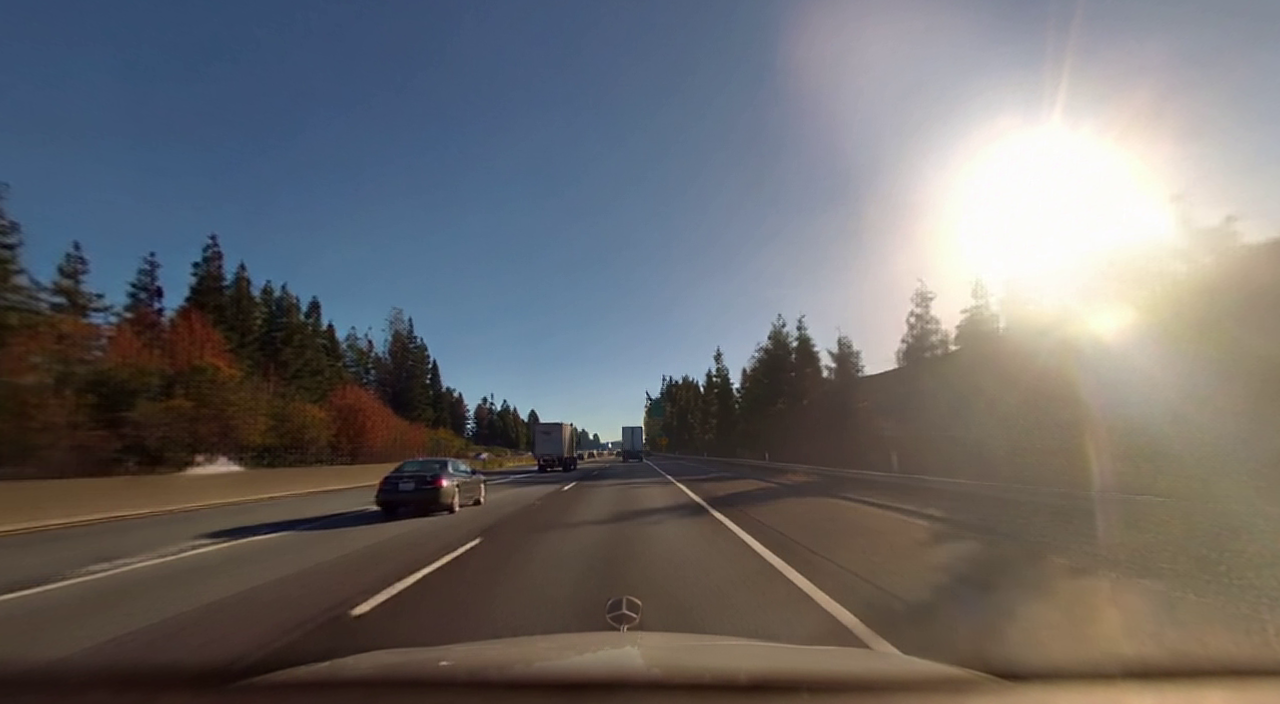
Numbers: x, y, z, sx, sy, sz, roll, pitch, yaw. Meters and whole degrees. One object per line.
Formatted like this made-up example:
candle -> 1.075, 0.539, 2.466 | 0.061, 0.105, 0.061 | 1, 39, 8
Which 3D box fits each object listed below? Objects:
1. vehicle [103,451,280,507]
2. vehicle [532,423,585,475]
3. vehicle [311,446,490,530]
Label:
vehicle -> -13.328, 3.767, 19.213 | 1.971, 1.498, 4.598 | 0, -9, 1
vehicle -> -4.709, 5.773, 37.468 | 2.368, 2.813, 6.329 | 0, -9, 0
vehicle -> -4.774, 2.771, 13.470 | 1.979, 1.459, 4.643 | 0, -9, 1
